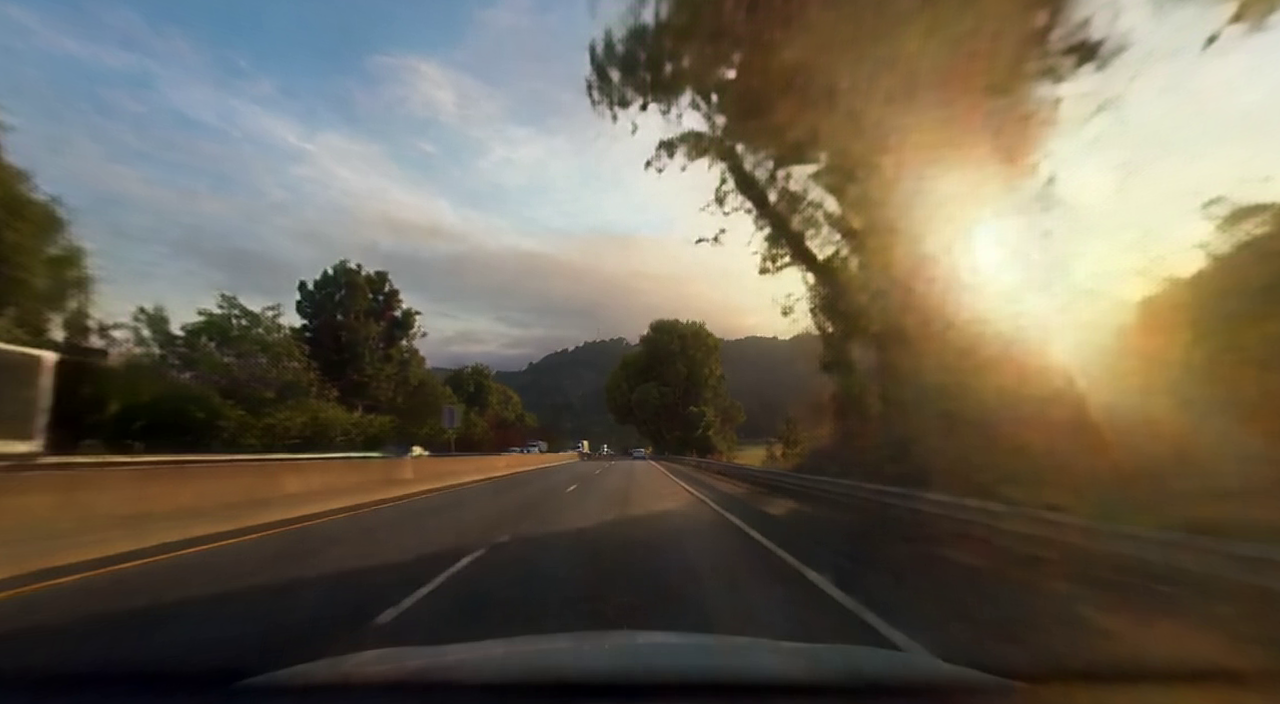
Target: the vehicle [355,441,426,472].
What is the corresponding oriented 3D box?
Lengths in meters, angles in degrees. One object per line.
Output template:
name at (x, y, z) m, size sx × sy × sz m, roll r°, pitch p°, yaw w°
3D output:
vehicle at (-12.329, 5.194, 31.432) m, size 1.925 × 1.459 × 3.959 m, roll 0°, pitch -9°, yaw -1°
